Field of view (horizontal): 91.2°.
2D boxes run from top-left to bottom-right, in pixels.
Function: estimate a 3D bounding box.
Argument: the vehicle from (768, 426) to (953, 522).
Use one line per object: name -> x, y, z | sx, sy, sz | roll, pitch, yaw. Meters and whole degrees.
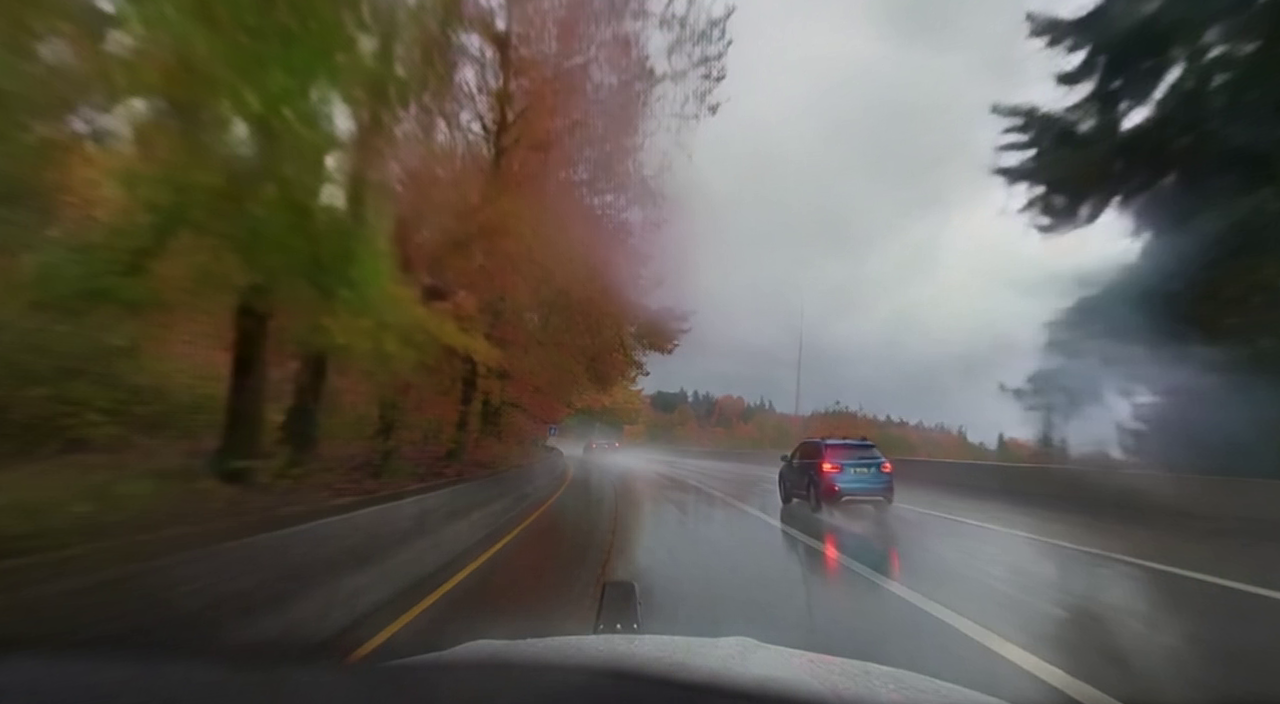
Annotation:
vehicle -> 4.052, 2.319, 12.367 | 1.952, 1.536, 4.036 | 0, -9, -3
